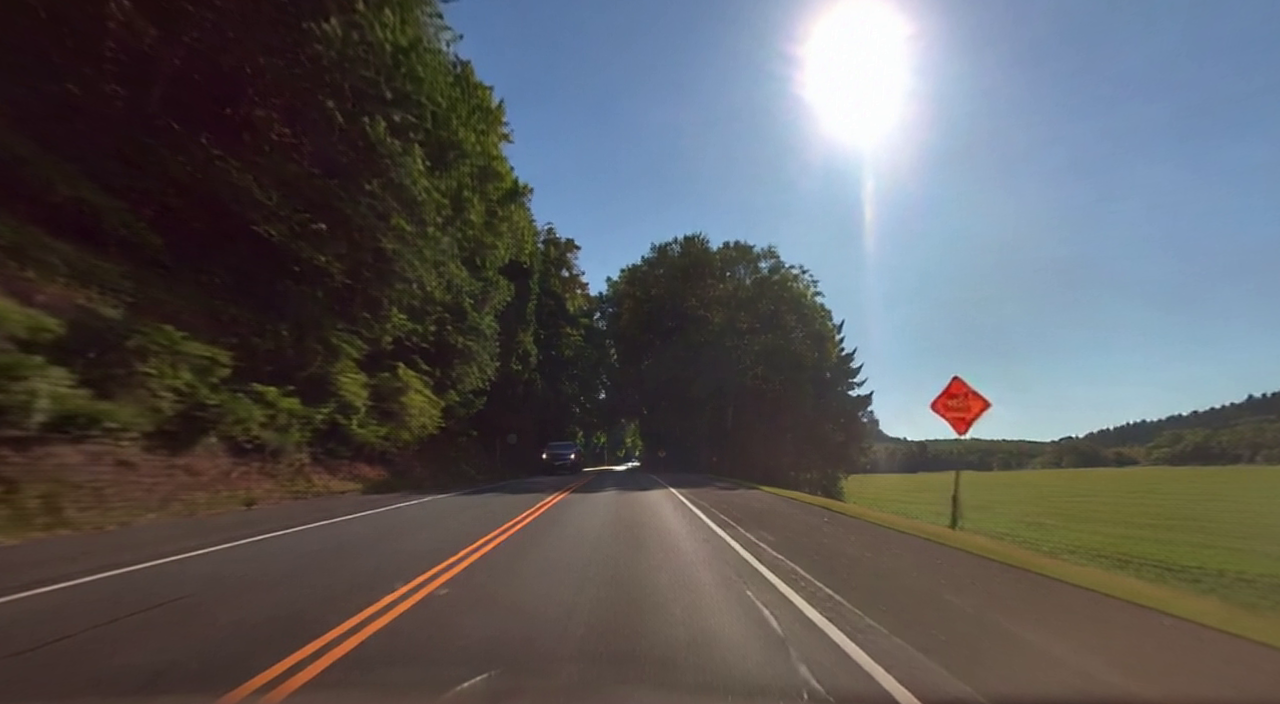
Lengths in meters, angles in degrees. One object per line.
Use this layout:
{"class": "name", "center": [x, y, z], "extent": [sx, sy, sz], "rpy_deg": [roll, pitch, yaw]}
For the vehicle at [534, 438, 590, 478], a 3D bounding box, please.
{"class": "vehicle", "center": [-4.593, 6.376, 38.263], "extent": [2.638, 2.200, 5.867], "rpy_deg": [0, -8, 0]}
